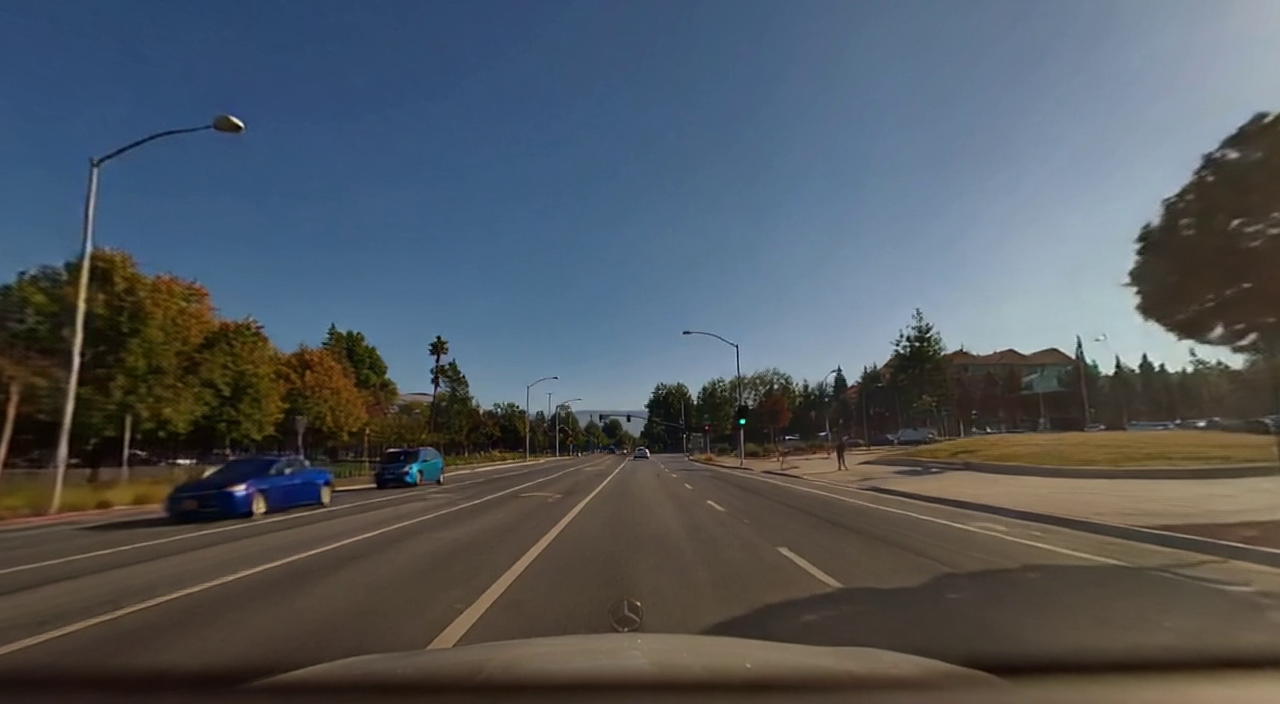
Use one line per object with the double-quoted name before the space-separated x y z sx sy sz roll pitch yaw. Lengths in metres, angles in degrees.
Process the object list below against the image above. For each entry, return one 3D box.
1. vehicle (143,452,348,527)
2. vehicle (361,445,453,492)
"vehicle" -8.942 3.106 14.927 1.940 1.452 4.441 0 -9 1
"vehicle" -9.218 4.624 25.445 2.066 1.709 4.509 0 -9 -1
